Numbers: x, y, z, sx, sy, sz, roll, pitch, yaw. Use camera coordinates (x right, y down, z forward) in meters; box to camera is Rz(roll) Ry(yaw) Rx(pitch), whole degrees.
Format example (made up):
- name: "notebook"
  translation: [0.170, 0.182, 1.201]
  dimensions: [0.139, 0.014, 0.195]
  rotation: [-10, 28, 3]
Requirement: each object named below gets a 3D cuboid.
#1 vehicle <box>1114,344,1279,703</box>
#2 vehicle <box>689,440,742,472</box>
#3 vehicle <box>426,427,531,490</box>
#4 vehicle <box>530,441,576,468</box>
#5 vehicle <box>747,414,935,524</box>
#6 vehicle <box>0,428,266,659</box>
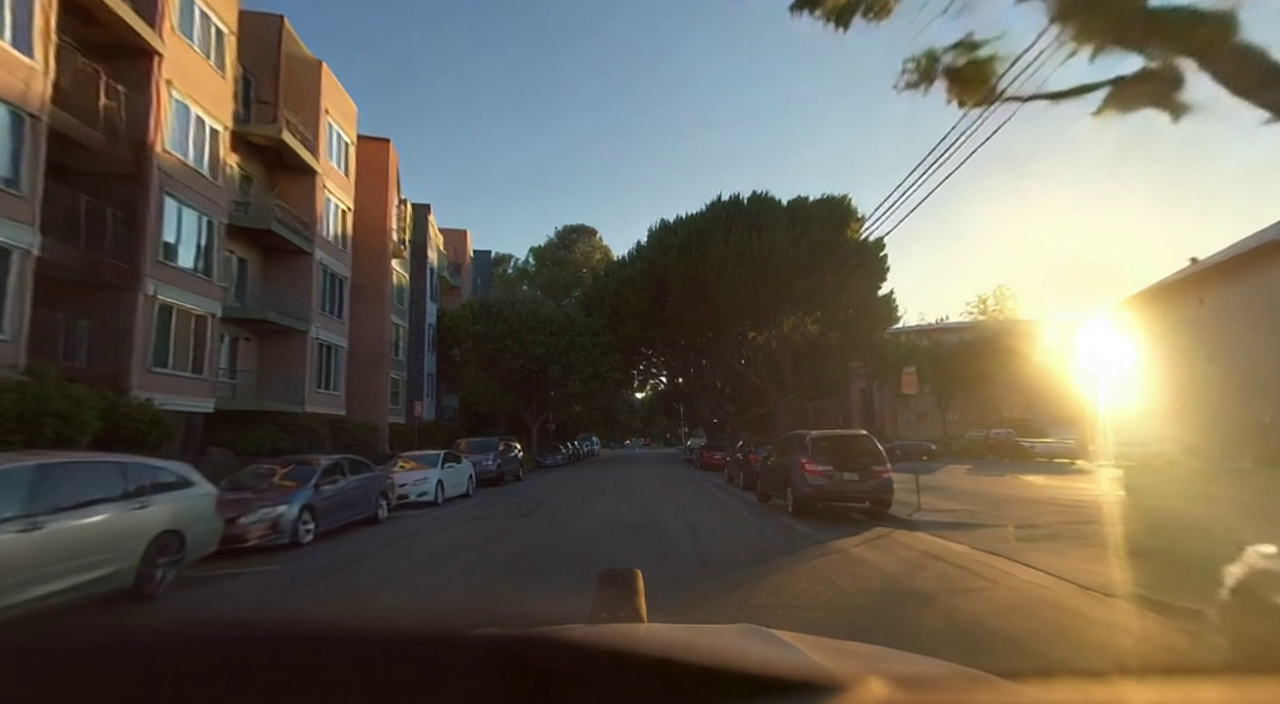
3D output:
- name: "vehicle"
  translation: [3.736, 0.625, 1.099]
  dimensions: [2.043, 1.766, 4.846]
  rotation: [0, -8, 0]
- name: "vehicle"
  translation: [3.689, 5.165, 31.740]
  dimensions: [1.881, 1.460, 4.737]
  rotation: [0, -8, -3]
- name: "vehicle"
  translation: [-5.215, 3.519, 21.250]
  dimensions: [2.213, 1.825, 4.986]
  rotation: [0, -8, 0]
- name: "vehicle"
  translation: [-5.134, 6.129, 37.985]
  dimensions: [2.080, 1.458, 4.511]
  rotation: [0, -8, 0]
- name: "vehicle"
  translation: [3.759, 2.299, 12.996]
  dimensions: [2.082, 1.809, 4.998]
  rotation: [0, -8, -2]
- name: "vehicle"
  translation: [-5.344, 1.441, 4.945]
  dimensions: [2.033, 1.532, 4.823]
  rotation: [-3, -8, -2]
